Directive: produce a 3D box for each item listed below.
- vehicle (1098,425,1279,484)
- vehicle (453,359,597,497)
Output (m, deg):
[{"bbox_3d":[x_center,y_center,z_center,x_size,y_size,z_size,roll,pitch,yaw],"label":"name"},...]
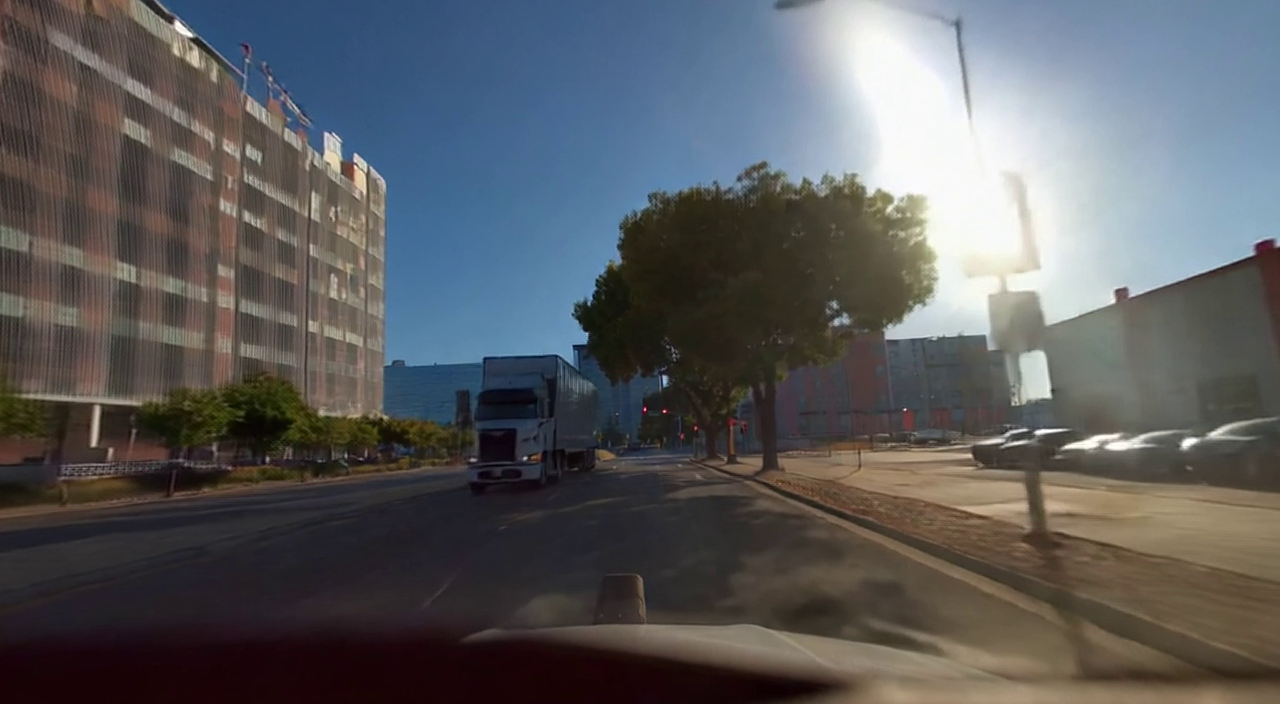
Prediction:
[{"bbox_3d":[15.957,2.931,18.072,4.061,1.590,1.862,0,-8,1],"label":"vehicle"},{"bbox_3d":[-4.162,3.541,27.730,3.160,4.343,15.392,0,-9,1],"label":"vehicle"}]
